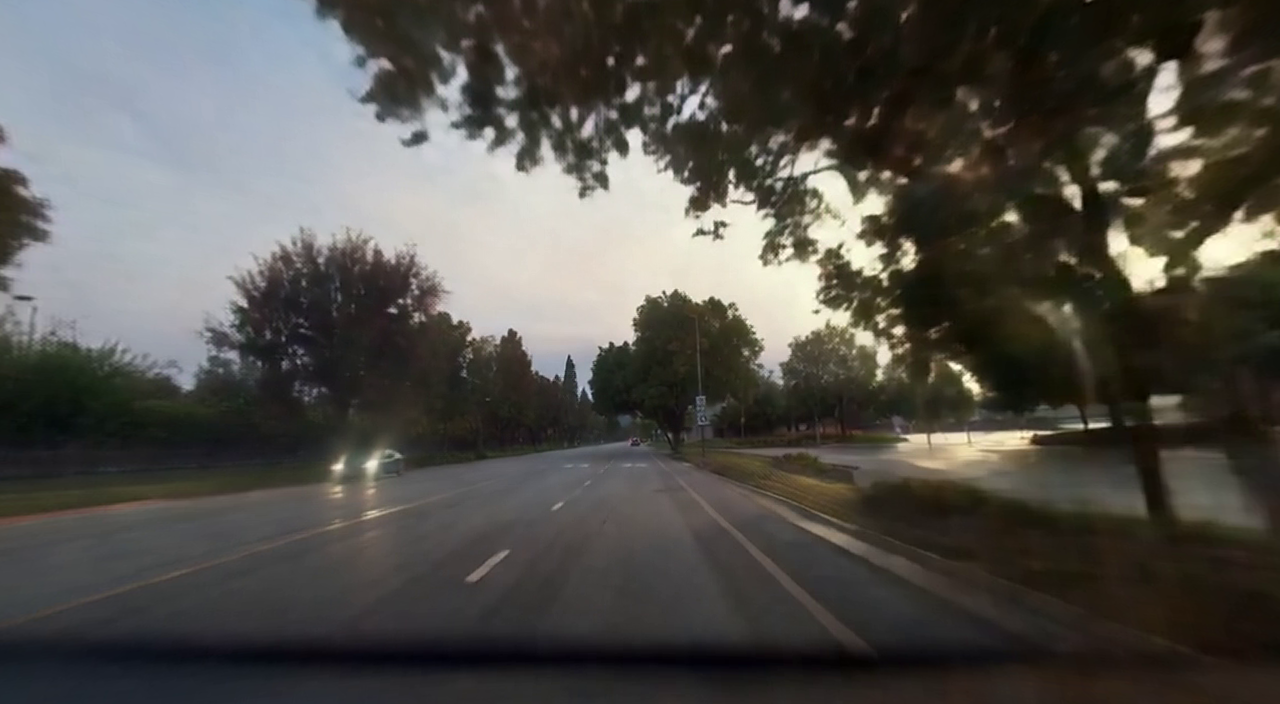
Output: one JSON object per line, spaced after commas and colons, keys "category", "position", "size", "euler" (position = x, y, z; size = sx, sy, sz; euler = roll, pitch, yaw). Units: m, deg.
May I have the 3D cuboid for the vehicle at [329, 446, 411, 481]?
{"category": "vehicle", "position": [-13.271, 5.487, 31.365], "size": [2.078, 1.573, 4.533], "euler": [0, -8, 0]}
